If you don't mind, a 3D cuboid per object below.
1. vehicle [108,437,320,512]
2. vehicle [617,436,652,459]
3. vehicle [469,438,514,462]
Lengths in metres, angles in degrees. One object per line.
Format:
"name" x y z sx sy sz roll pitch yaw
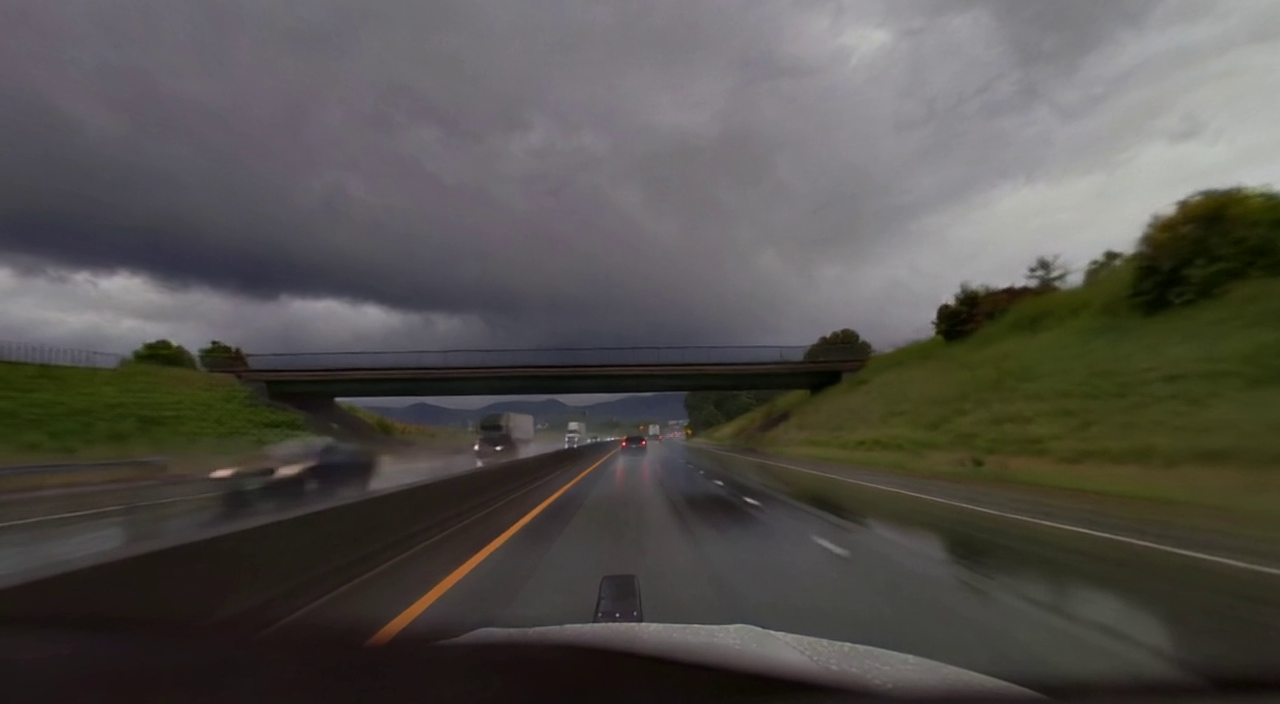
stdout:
"vehicle" -8.669 2.476 13.291 1.936 1.322 3.678 0 -7 -1
"vehicle" -0.368 5.728 38.130 1.996 1.325 4.029 0 -7 -1
"vehicle" -8.882 5.871 38.006 1.776 1.345 3.932 0 -7 0
